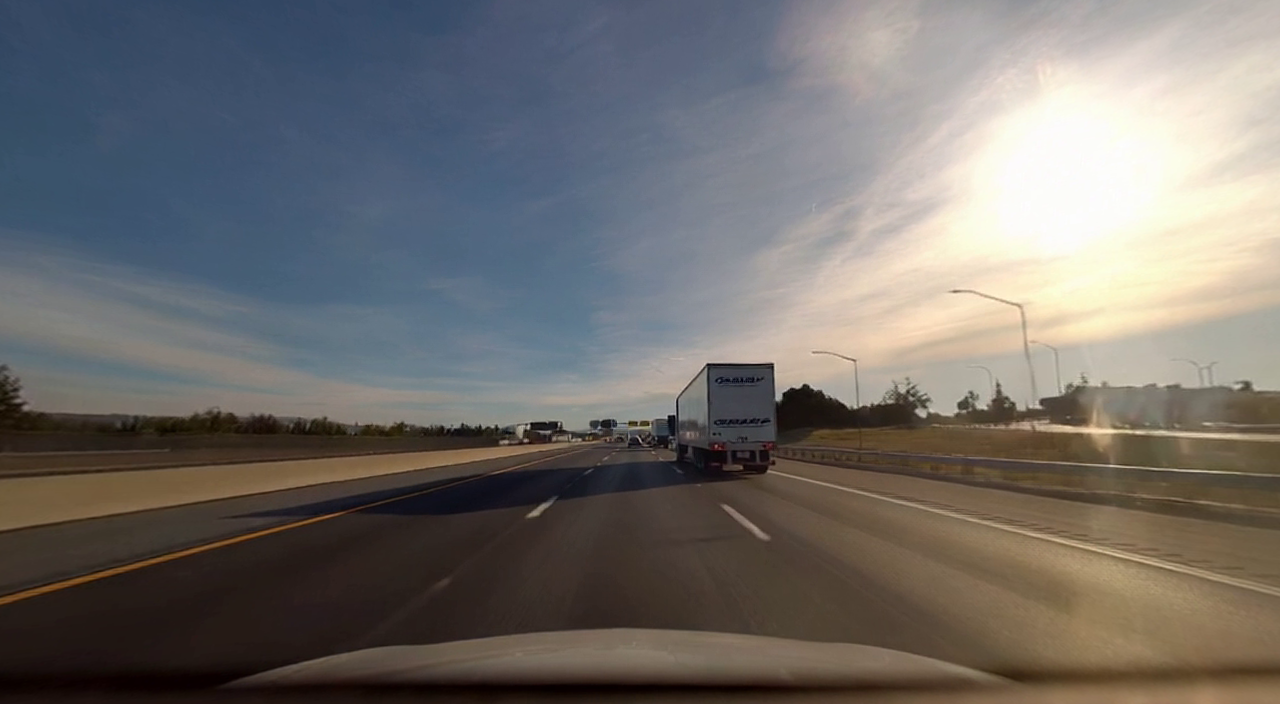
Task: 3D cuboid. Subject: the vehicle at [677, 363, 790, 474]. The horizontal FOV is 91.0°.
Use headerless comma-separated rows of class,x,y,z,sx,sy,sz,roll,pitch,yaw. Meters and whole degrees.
vehicle,3.885,3.453,30.561,2.976,4.064,14.619,0,-8,-1
